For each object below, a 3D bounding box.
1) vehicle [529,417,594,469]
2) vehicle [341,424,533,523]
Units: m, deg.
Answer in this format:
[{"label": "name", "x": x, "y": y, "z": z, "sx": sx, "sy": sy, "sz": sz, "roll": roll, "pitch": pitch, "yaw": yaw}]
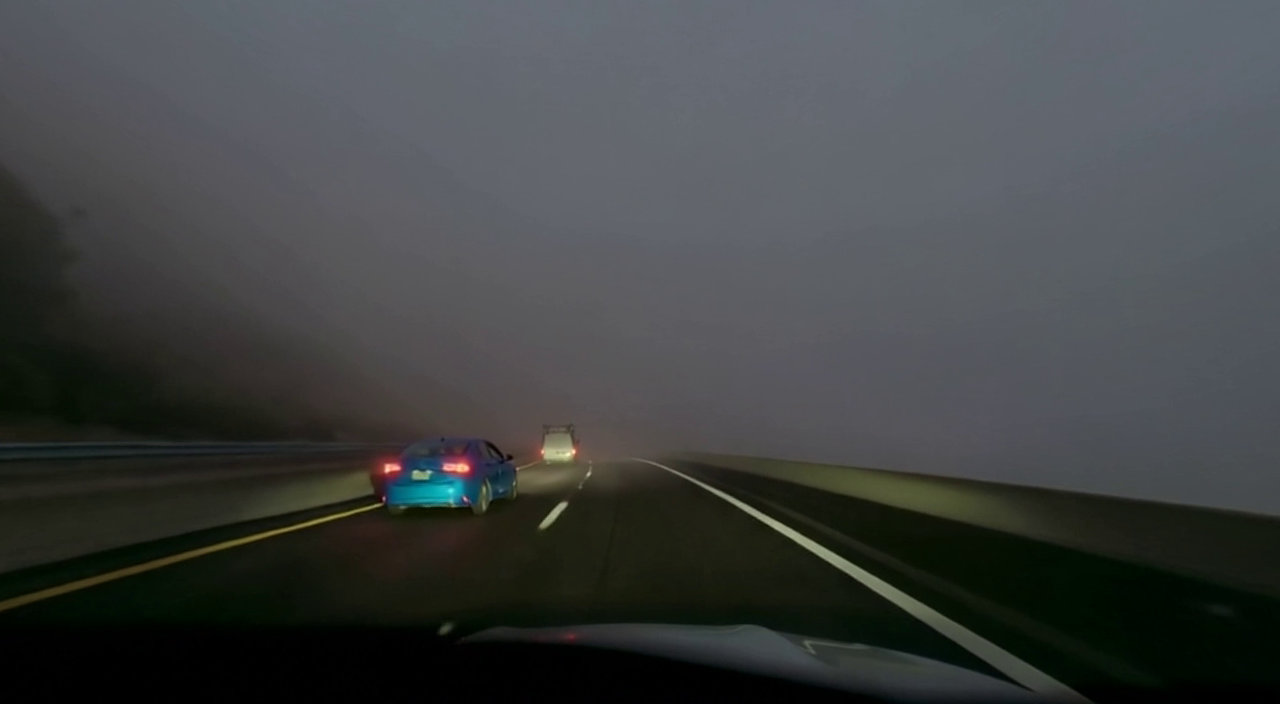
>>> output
[{"label": "vehicle", "x": -3.542, "y": 4.297, "z": 29.720, "sx": 2.444, "sy": 2.204, "sz": 5.568, "roll": 0, "pitch": -8, "yaw": -1}, {"label": "vehicle", "x": -3.540, "y": 2.214, "z": 12.105, "sx": 2.097, "sy": 1.511, "sz": 4.585, "roll": 0, "pitch": -8, "yaw": 1}]
